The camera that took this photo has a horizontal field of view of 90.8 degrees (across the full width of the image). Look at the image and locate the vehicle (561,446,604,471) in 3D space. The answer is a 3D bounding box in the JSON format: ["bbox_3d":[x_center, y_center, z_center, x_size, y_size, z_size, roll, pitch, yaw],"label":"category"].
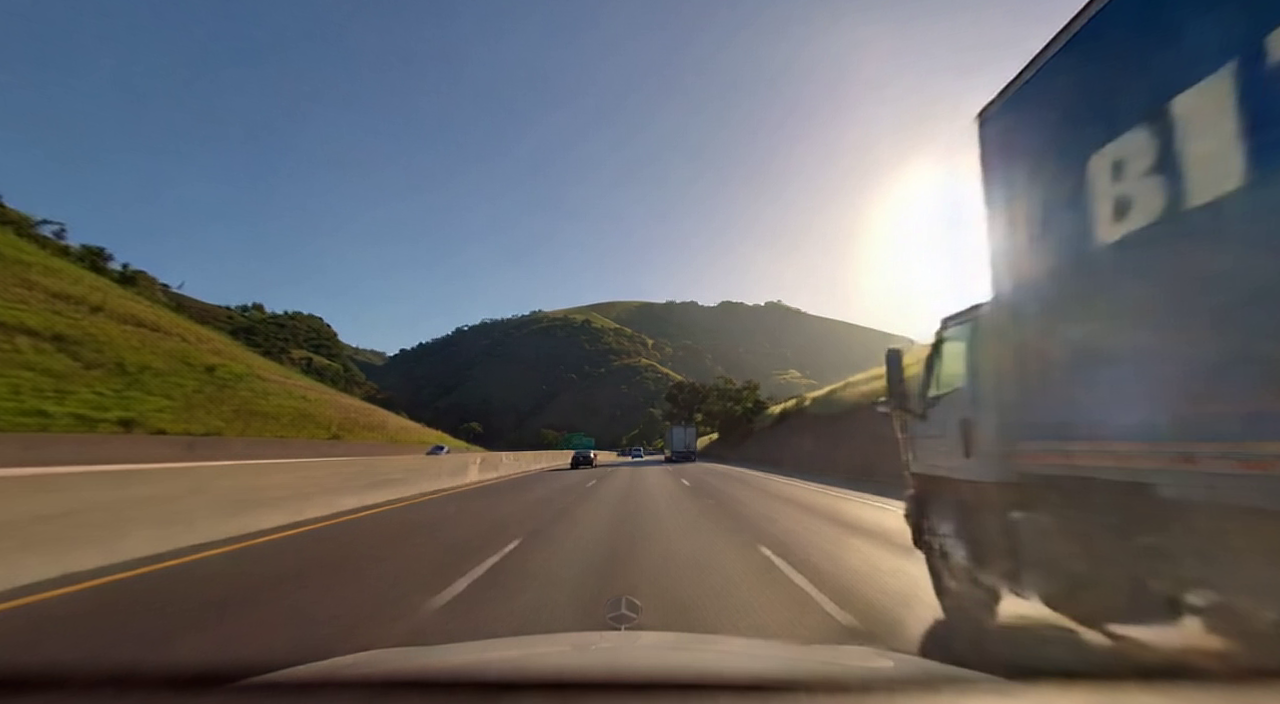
[{"bbox_3d":[-3.502,6.605,39.310,2.060,1.475,5.314,0,-9,1],"label":"vehicle"}]

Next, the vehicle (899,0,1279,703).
[{"bbox_3d":[4.013,-0.302,2.610,2.999,4.023,6.337,0,-9,-1],"label":"vehicle"}]
